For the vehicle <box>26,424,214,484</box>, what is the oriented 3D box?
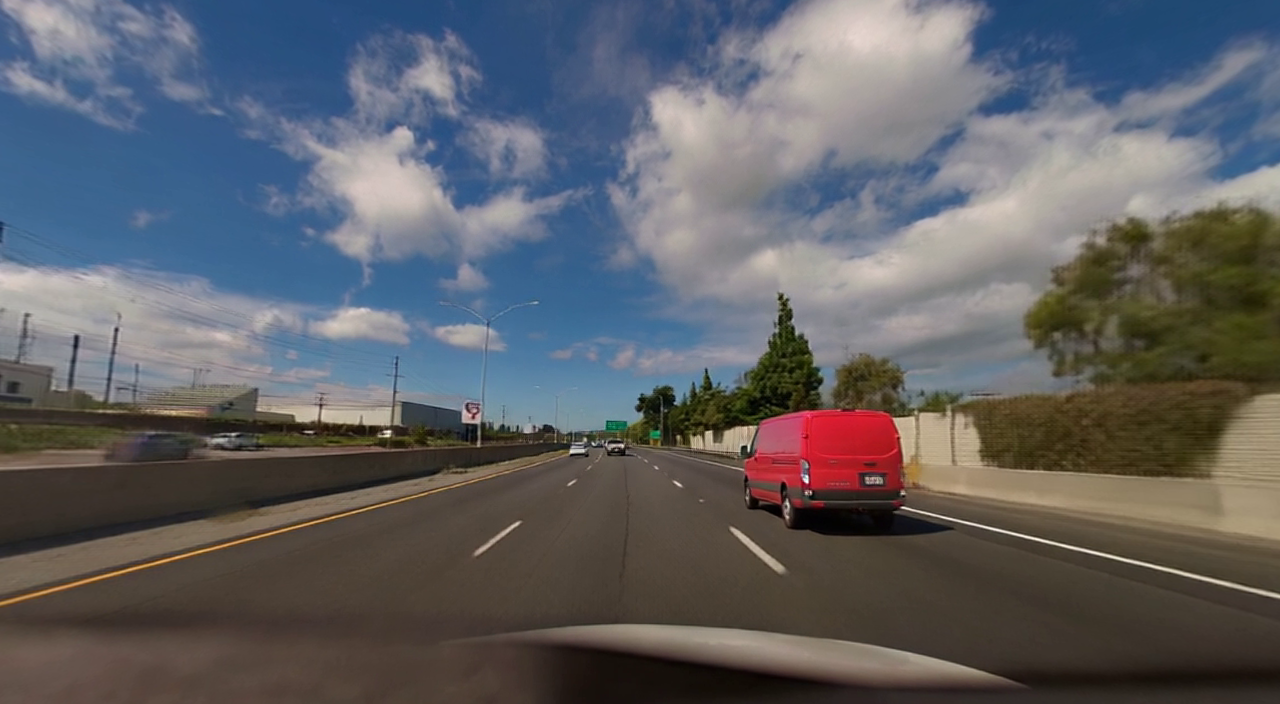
[{"bbox_3d":[-15.090,2.974,18.664,1.882,1.538,4.369,0,-8,-1],"label":"vehicle"}]
